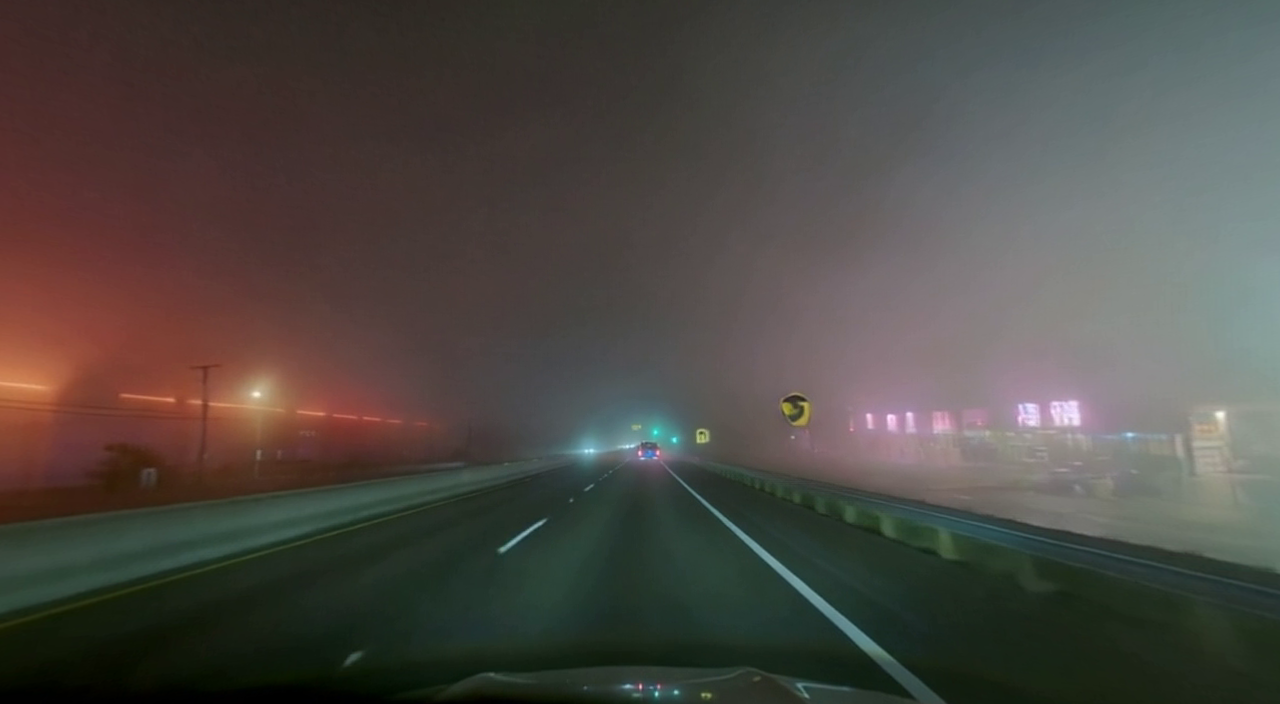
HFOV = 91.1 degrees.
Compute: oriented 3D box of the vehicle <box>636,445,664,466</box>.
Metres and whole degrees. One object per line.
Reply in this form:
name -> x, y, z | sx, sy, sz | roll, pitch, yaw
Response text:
vehicle -> 0.739, 7.874, 47.981 | 2.014, 1.507, 3.960 | 0, -9, 1
